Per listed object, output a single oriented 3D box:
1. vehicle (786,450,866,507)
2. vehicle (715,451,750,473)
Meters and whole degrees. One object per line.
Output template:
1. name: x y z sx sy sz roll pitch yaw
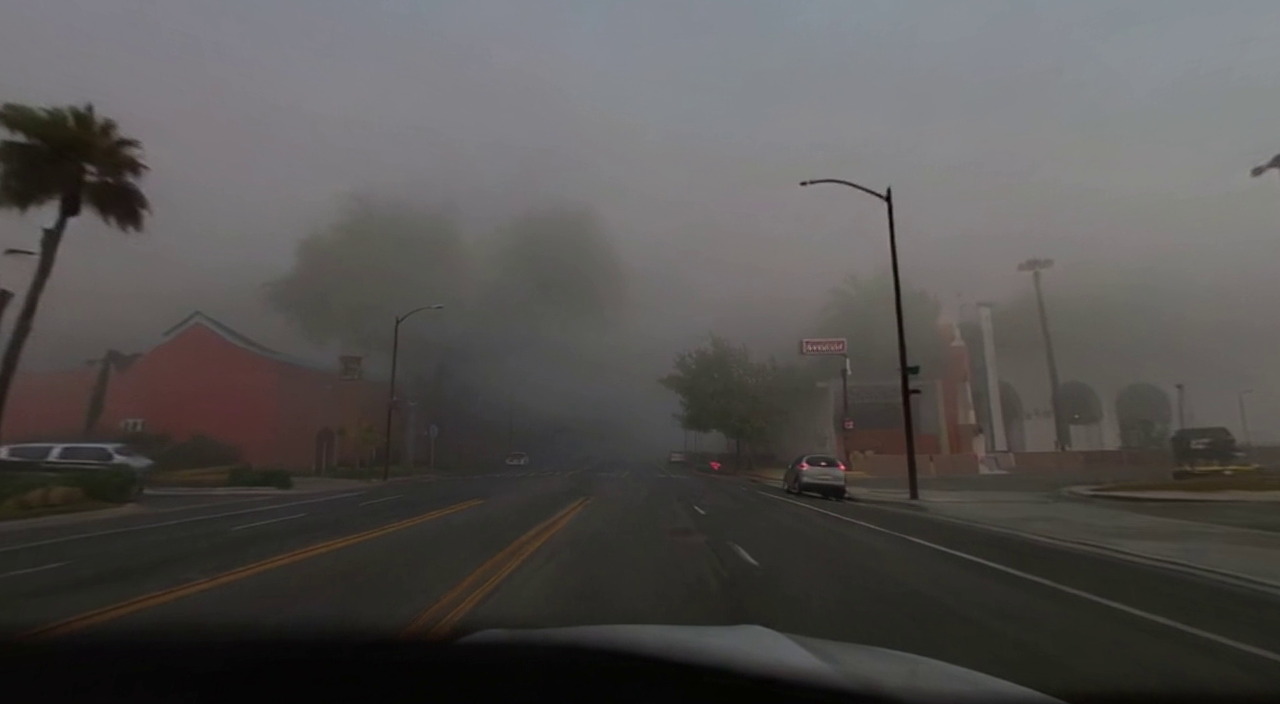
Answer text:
1. vehicle: 5.742 3.805 19.568 2.067 1.477 4.653 -2 -9 16
2. vehicle: 6.777 8.092 46.781 1.840 1.503 4.760 0 -8 -1
